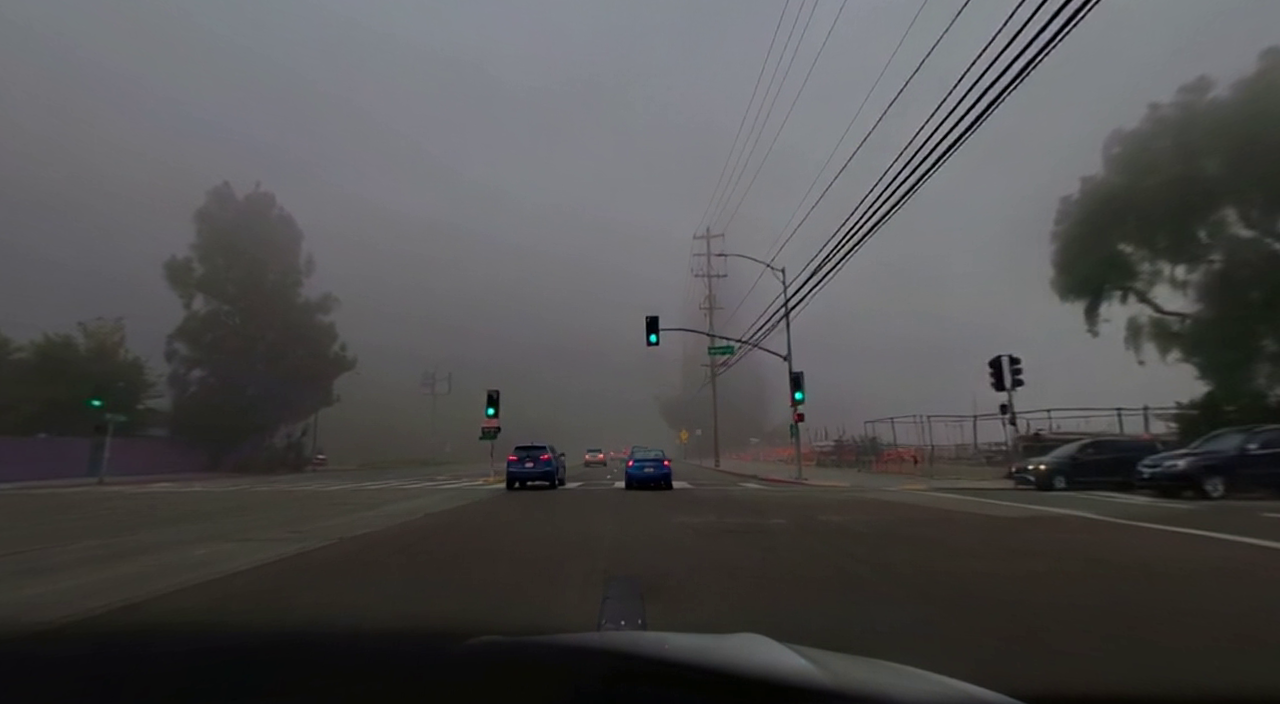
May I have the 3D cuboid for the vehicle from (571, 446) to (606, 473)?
[{"bbox_3d":[-3.467,7.350,43.342,1.910,1.713,4.786,0,-8,1],"label":"vehicle"}]

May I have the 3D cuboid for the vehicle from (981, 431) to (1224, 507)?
[{"bbox_3d":[12.113,3.091,16.820,4.551,1.759,2.320,-2,-8,5],"label":"vehicle"}]

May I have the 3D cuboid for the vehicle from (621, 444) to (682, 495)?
[{"bbox_3d":[0.379,4.279,23.389,2.059,1.691,3.980,0,-8,0],"label":"vehicle"}]

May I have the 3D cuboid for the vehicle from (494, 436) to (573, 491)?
[{"bbox_3d":[-3.767,4.008,23.038,2.078,1.804,4.387,0,-8,1],"label":"vehicle"}]

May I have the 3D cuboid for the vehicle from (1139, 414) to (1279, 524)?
[{"bbox_3d":[13.656,2.382,13.122,4.623,2.090,2.017,0,-8,-1],"label":"vehicle"}]
